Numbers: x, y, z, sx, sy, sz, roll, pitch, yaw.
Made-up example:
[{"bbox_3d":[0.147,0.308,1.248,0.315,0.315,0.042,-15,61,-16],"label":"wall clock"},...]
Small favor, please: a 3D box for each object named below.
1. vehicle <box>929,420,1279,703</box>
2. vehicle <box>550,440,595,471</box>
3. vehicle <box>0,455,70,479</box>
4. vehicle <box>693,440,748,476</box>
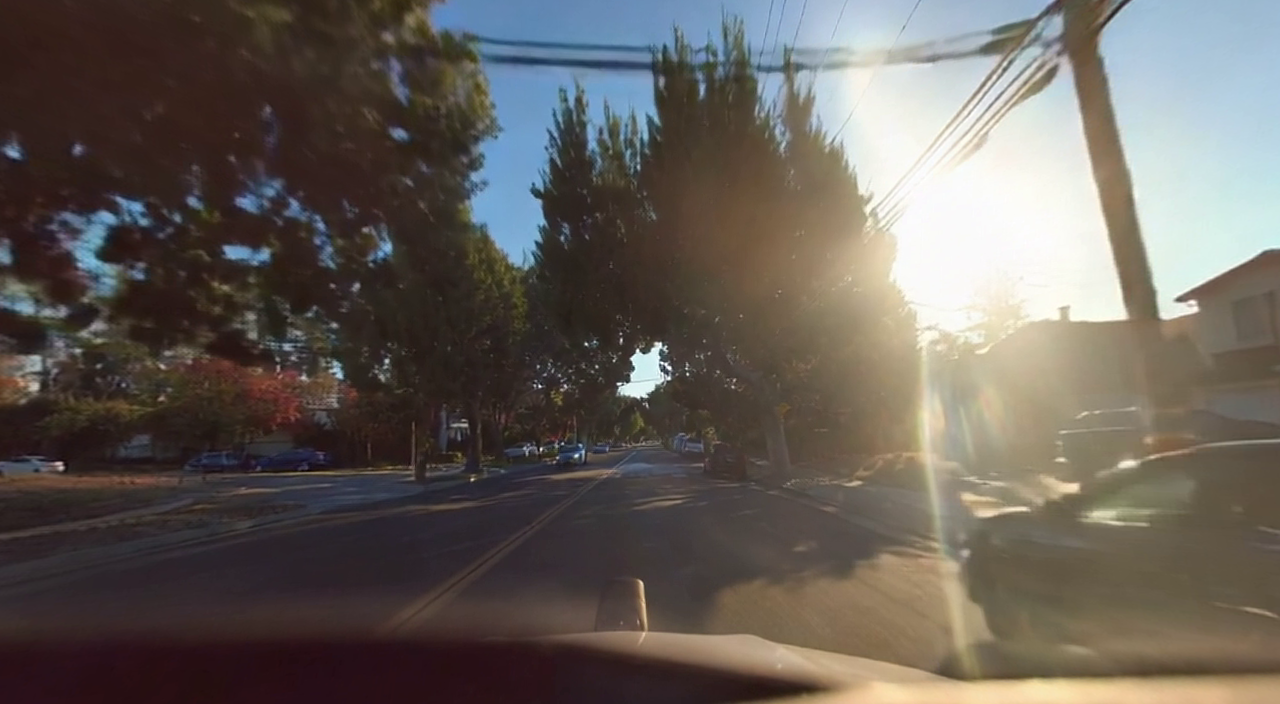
[{"bbox_3d":[3.192,0.982,2.377,1.990,1.435,4.526,0,-8,-1],"label":"vehicle"},{"bbox_3d":[-3.543,5.468,33.609,1.839,1.520,3.656,-1,-8,2],"label":"vehicle"},{"bbox_3d":[-41.082,7.670,42.185,4.019,1.503,1.979,0,-8,0],"label":"vehicle"},{"bbox_3d":[3.644,4.872,29.319,1.915,1.491,4.642,0,-8,0],"label":"vehicle"}]
